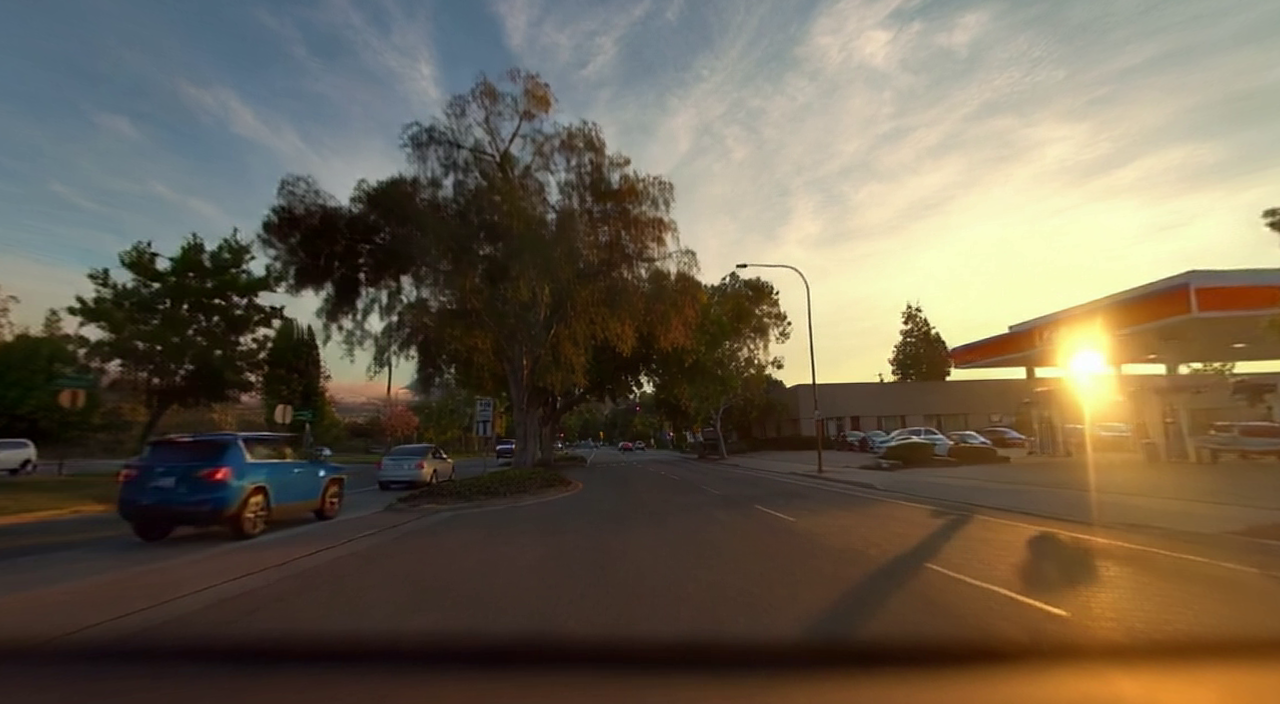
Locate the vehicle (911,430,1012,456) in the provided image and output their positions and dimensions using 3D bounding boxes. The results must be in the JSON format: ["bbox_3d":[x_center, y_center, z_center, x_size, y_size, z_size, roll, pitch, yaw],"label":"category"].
[{"bbox_3d":[18.709,5.303,36.874,4.800,1.459,2.051,1,-9,-5],"label":"vehicle"}]

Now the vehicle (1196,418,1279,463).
[{"bbox_3d":[21.523,3.181,22.638,4.557,1.434,1.916,8,-12,-44],"label":"vehicle"}]

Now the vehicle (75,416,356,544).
[{"bbox_3d":[-6.922,2.110,11.105,1.987,1.747,4.545,0,-9,-4],"label":"vehicle"}]

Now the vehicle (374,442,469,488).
[{"bbox_3d":[-7.688,3.986,22.725,1.982,1.465,4.376,0,-9,-2],"label":"vehicle"}]

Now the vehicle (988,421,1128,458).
[{"bbox_3d":[19.115,4.036,29.085,4.868,1.610,2.223,0,-9,-2],"label":"vehicle"}]
